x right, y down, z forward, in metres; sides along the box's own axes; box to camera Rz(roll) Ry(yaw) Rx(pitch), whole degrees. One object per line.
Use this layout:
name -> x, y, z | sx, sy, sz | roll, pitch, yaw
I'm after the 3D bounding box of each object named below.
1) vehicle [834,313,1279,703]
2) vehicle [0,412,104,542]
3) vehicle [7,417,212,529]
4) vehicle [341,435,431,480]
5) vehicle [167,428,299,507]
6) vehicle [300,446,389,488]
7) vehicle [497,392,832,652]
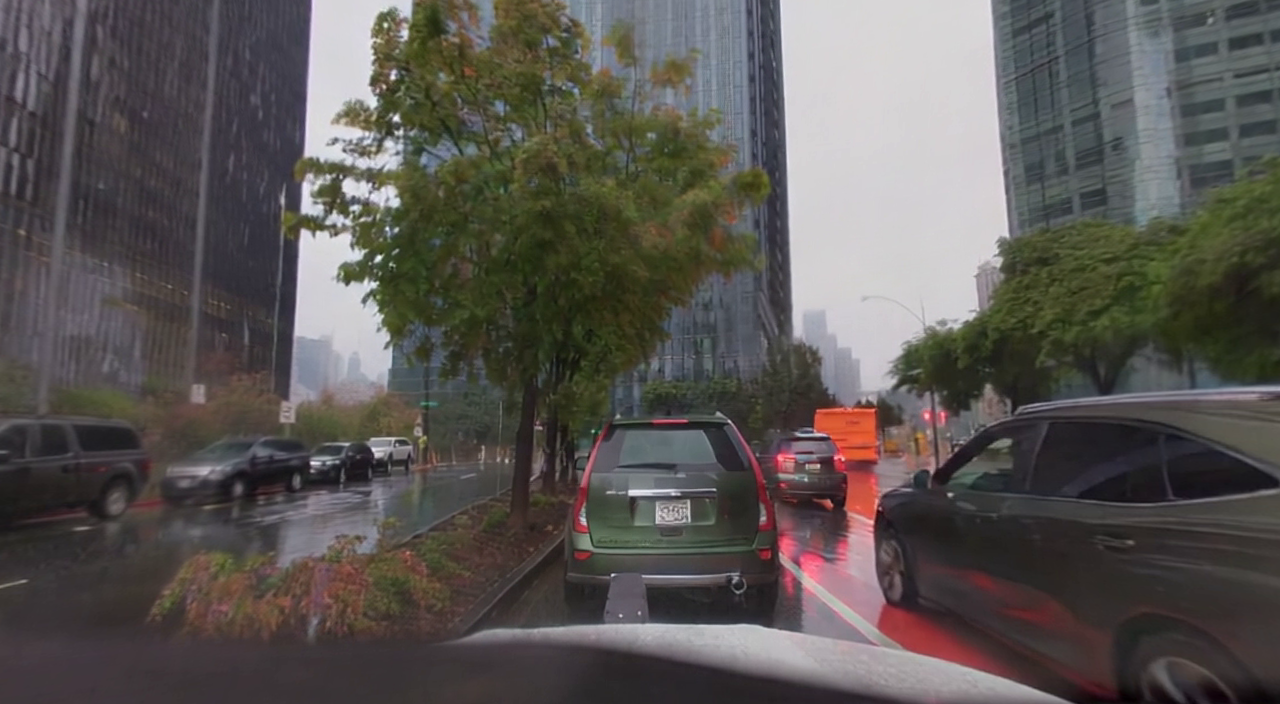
vehicle -> 2.934, 1.004, 3.589 | 2.097, 1.697, 5.065 | 0, -8, 1
vehicle -> -10.485, 1.918, 9.727 | 1.543, 1.946, 3.454 | 1, -9, -6
vehicle -> -10.861, 2.459, 13.288 | 1.482, 2.019, 3.297 | 0, -9, -4
vehicle -> -12.093, 5.062, 30.601 | 2.338, 1.963, 5.740 | 0, -9, -4
vehicle -> -11.218, 3.169, 17.699 | 1.559, 1.973, 3.419 | 1, -9, -5
vehicle -> -11.576, 4.499, 25.091 | 1.791, 1.463, 4.210 | 0, -9, -4
vehicle -> 0.208, 1.422, 6.303 | 2.192, 1.695, 4.142 | 0, -8, 1
